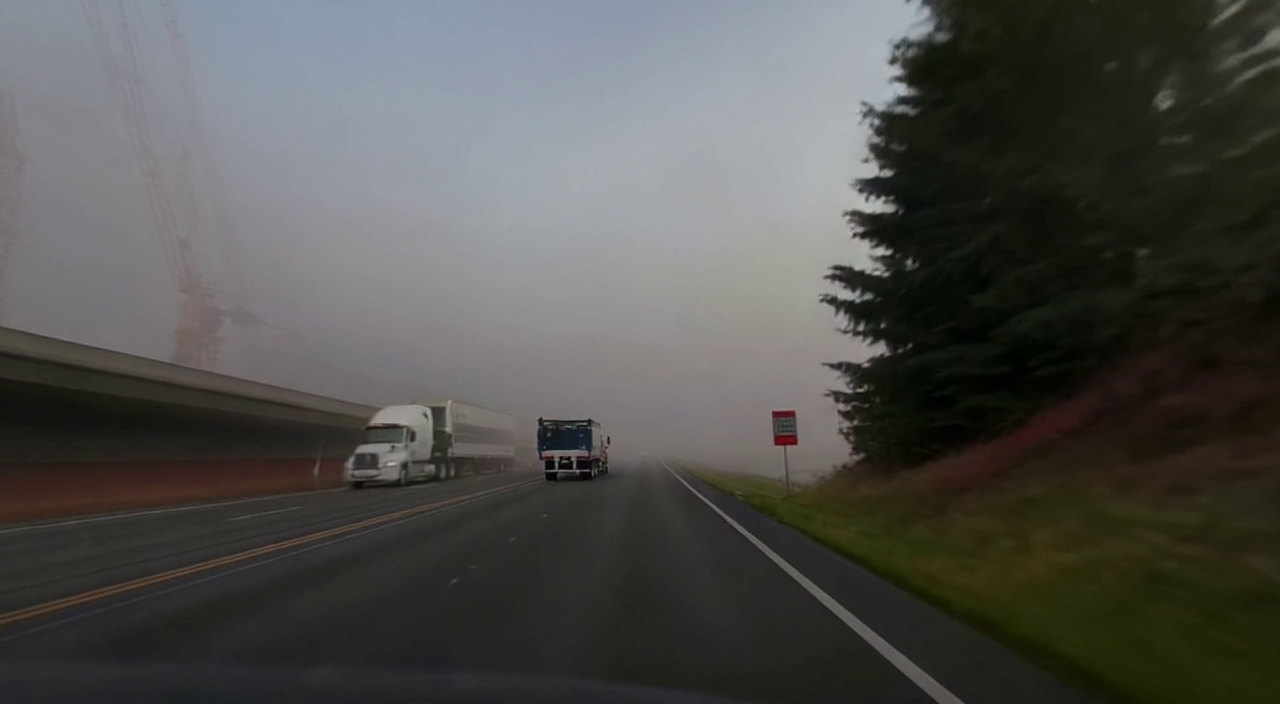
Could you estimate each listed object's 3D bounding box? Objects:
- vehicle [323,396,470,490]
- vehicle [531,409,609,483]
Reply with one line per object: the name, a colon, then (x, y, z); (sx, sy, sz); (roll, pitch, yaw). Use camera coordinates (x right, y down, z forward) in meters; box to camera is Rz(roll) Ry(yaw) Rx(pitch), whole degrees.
vehicle: (-9.838, 3.893, 26.681); (2.931, 3.367, 7.777); (0, -9, 1)
vehicle: (-2.826, 4.100, 27.382); (2.565, 2.771, 6.641); (0, -9, 0)
